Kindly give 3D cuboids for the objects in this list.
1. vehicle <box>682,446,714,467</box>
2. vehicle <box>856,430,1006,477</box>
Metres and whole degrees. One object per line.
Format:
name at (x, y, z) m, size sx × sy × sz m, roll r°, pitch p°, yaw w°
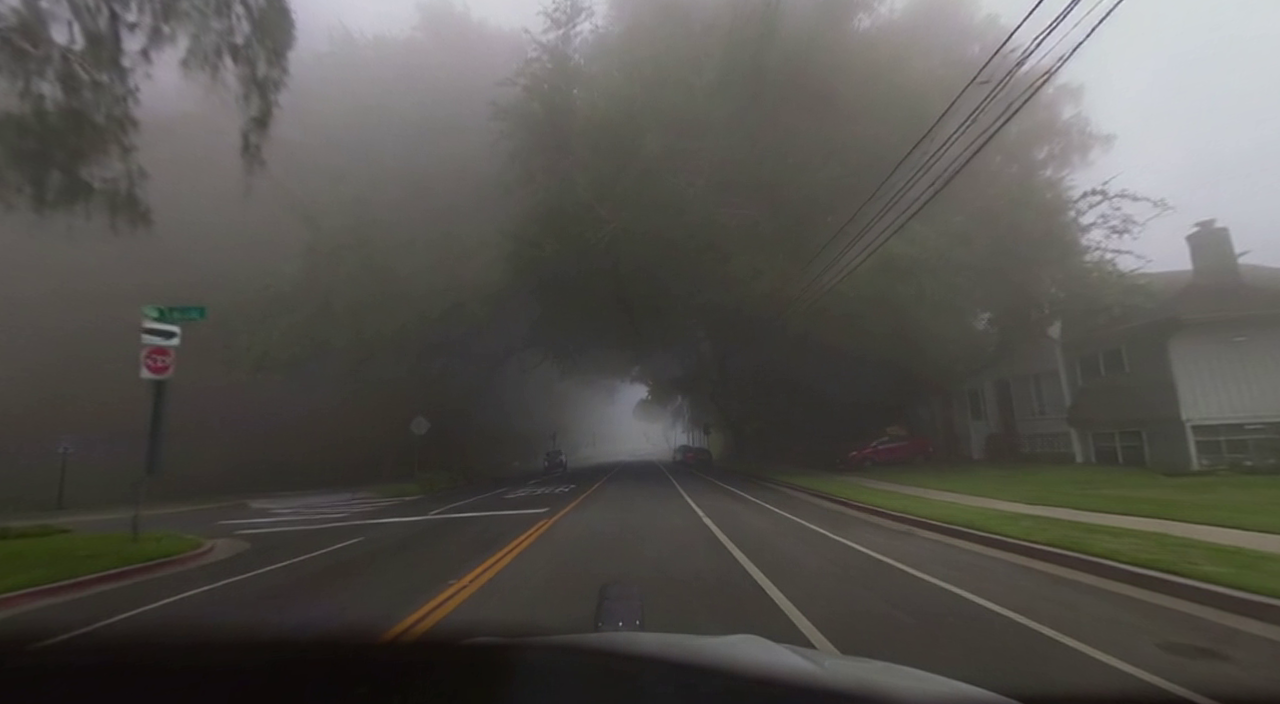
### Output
vehicle at (4.359, 7.920, 48.008) m, size 1.997 × 1.462 × 4.233 m, roll 0°, pitch -9°, yaw 0°
vehicle at (11.094, 3.940, 24.526) m, size 1.904 × 1.626 × 5.012 m, roll 6°, pitch -11°, yaw -31°
